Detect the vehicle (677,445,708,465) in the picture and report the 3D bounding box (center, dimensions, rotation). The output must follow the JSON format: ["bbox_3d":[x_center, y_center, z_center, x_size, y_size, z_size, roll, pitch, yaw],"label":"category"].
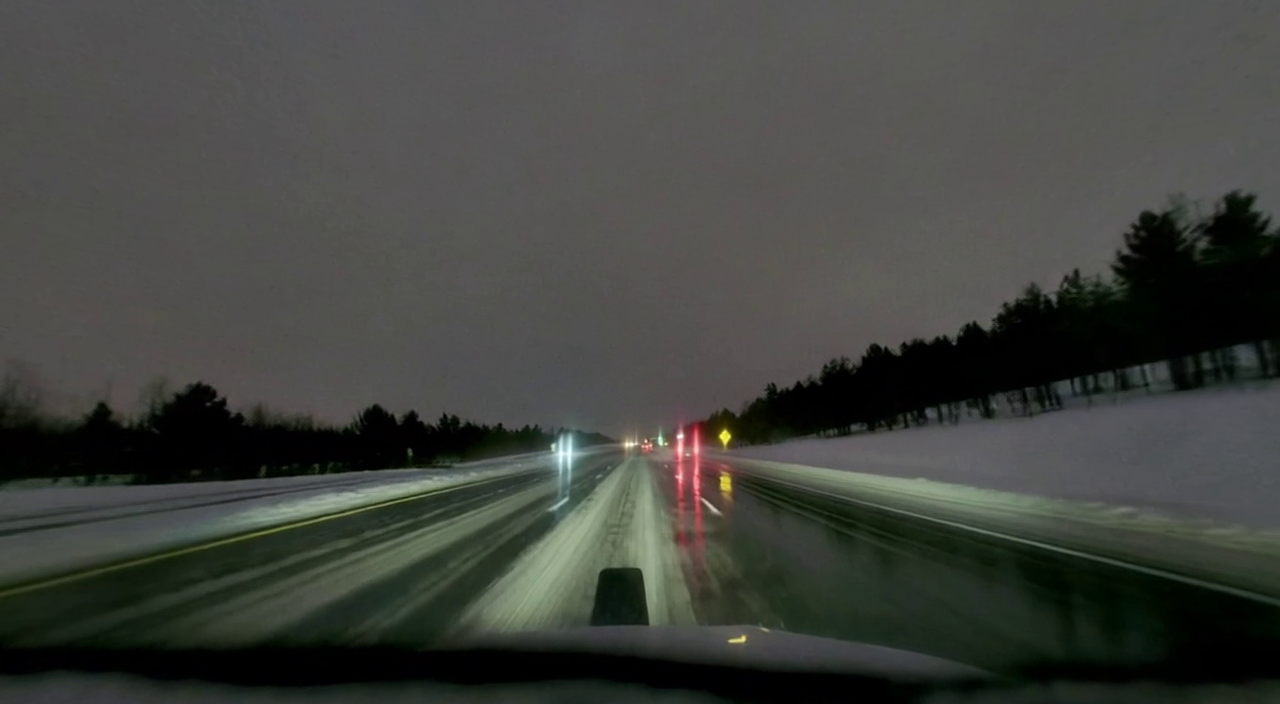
[{"bbox_3d":[4.104,8.131,49.849,2.003,1.520,4.058,0,-8,-1],"label":"vehicle"}]
